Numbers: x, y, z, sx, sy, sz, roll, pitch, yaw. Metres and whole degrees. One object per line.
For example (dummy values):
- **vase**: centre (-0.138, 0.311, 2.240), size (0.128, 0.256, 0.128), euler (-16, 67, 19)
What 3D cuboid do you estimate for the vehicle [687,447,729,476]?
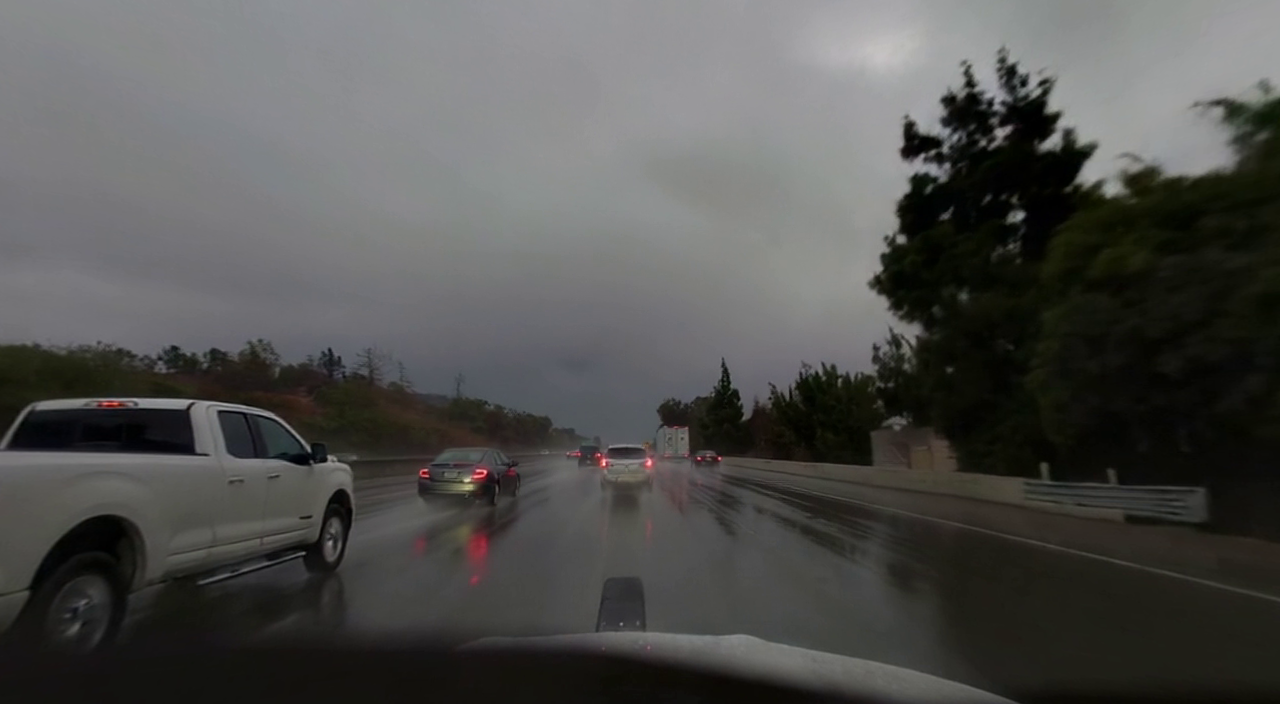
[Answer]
- **vehicle**: centre (3.756, 6.101, 35.410), size (1.858, 1.537, 3.838), euler (0, -9, -1)

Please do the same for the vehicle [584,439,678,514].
- **vehicle**: centre (-0.204, 2.931, 15.228), size (1.996, 1.574, 3.426), euler (0, -9, 0)

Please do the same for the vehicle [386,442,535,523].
- **vehicle**: centre (-3.730, 2.792, 14.044), size (1.988, 1.501, 4.438), euler (0, -9, 0)

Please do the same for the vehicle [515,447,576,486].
- **vehicle**: centre (-3.949, 4.853, 27.026), size (1.999, 1.484, 4.269), euler (0, -9, -1)

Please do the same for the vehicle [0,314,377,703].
- **vehicle**: centre (-3.897, 1.003, 4.076), size (2.243, 1.889, 4.949), euler (0, -9, 0)
